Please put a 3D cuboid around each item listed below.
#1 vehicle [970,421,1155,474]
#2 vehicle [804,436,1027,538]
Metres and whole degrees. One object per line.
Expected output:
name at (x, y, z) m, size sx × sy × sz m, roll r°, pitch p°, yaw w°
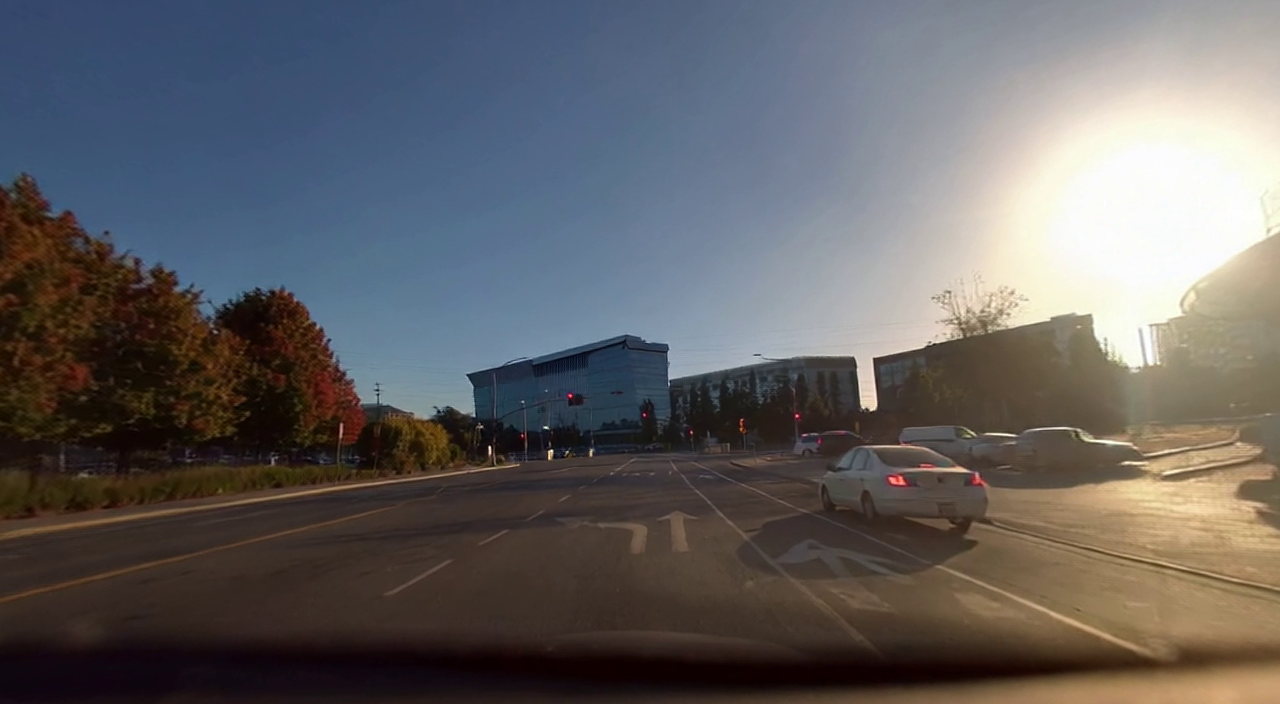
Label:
vehicle at (12.735, 2.911, 19.234) m, size 4.227 × 1.451 × 1.874 m, roll -1°, pitch -9°, yaw 3°
vehicle at (4.582, 2.296, 11.472) m, size 2.006 × 1.448 × 4.671 m, roll 0°, pitch -8°, yaw 1°
